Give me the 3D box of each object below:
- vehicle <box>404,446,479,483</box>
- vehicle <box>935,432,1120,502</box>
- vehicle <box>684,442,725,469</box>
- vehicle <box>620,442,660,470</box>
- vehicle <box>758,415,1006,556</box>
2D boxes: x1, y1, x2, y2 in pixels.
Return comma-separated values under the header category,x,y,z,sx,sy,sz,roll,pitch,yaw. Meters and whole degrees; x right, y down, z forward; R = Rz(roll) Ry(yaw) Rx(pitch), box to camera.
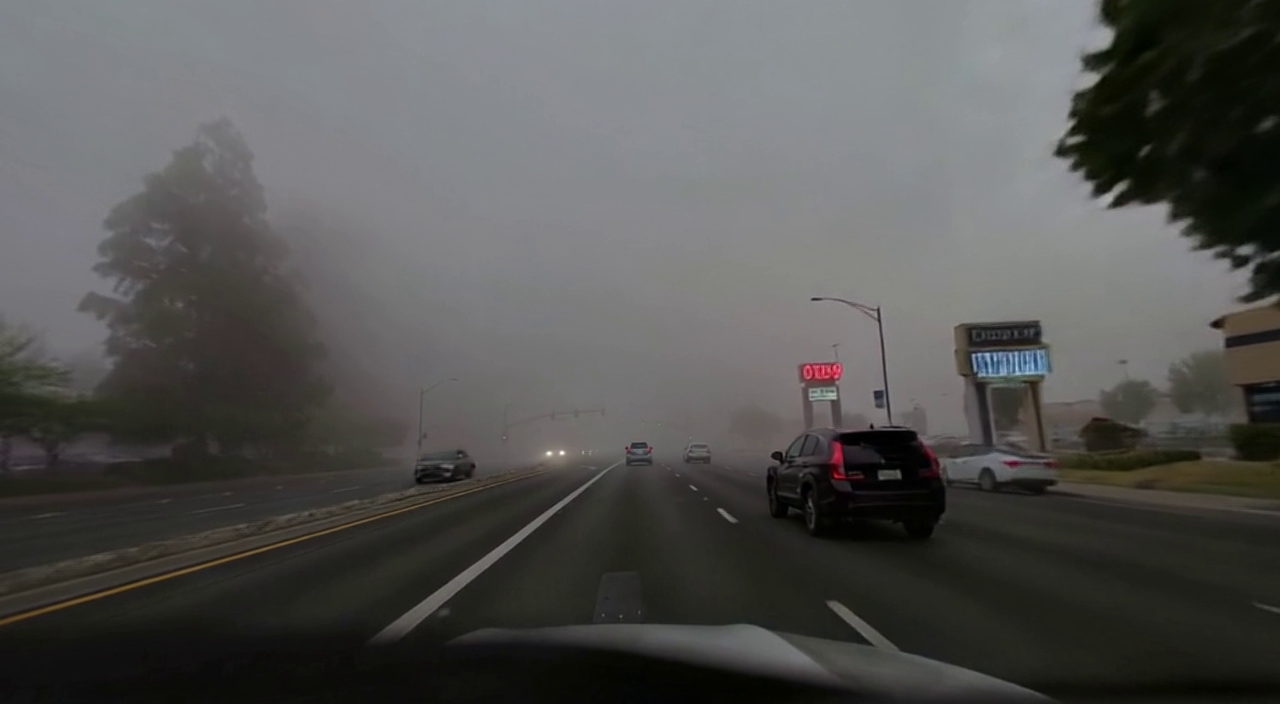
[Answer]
category,x,y,z,sx,sy,sz,roll,pitch,yaw
vehicle,-8.539,4.853,27.547,1.862,1.446,4.333,0,-8,0
vehicle,10.791,3.224,18.250,2.154,1.690,5.208,1,-8,2
vehicle,3.697,6.043,36.955,1.889,1.473,4.303,0,-8,0
vehicle,0.021,5.870,35.807,2.135,1.468,4.076,0,-8,0
vehicle,3.267,1.897,9.678,2.022,1.643,4.326,0,-8,-1
